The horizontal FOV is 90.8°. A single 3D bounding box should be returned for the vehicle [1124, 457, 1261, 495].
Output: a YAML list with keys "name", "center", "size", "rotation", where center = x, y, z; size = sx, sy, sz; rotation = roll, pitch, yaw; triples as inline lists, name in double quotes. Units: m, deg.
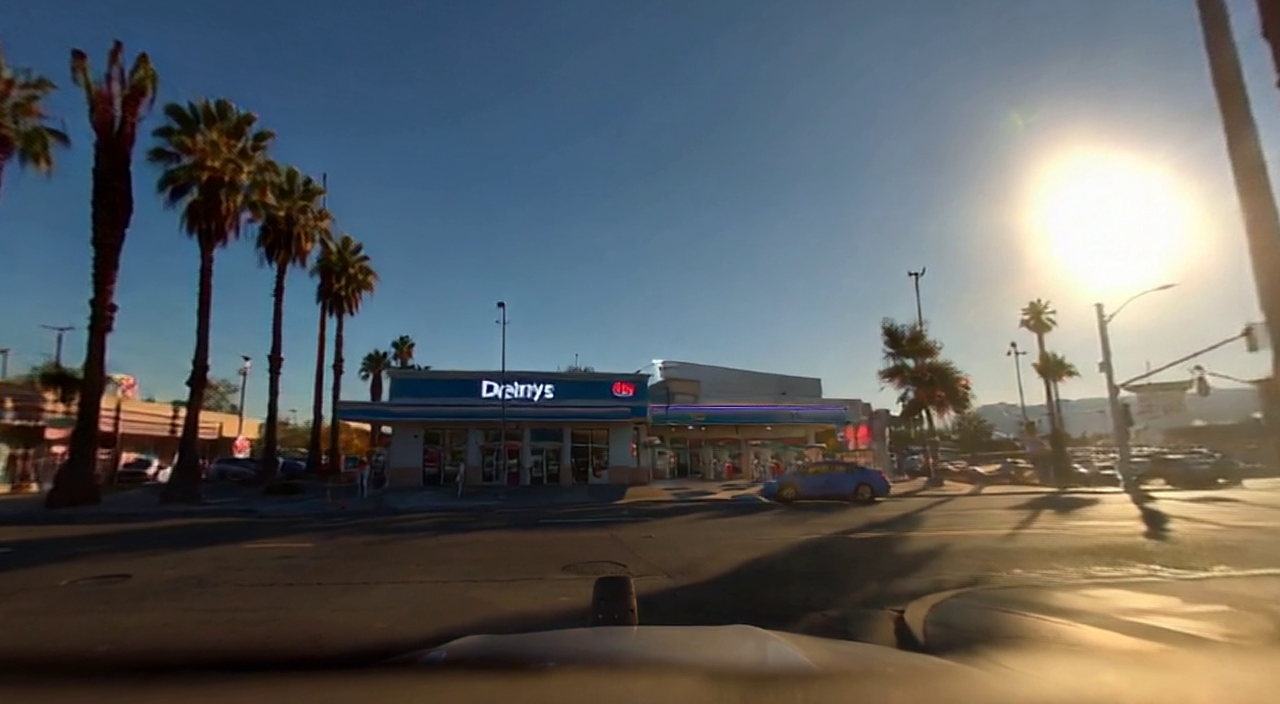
- name: "vehicle"
  center: [32.853, 7.352, 37.930]
  size: [2.490, 1.958, 5.823]
  rotation: [1, -9, -8]

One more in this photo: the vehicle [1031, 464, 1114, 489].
- name: "vehicle"
  center: [29.196, 8.424, 42.838]
  size: [2.074, 1.480, 4.369]
  rotation: [1, -9, -10]

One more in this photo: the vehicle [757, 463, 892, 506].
- name: "vehicle"
  center: [7.083, 5.092, 24.507]
  size: [4.570, 1.480, 1.873]
  rotation: [1, -9, -7]

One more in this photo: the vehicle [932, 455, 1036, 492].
- name: "vehicle"
  center: [20.041, 7.066, 36.910]
  size: [4.880, 1.754, 2.202]
  rotation: [0, -5, -9]
